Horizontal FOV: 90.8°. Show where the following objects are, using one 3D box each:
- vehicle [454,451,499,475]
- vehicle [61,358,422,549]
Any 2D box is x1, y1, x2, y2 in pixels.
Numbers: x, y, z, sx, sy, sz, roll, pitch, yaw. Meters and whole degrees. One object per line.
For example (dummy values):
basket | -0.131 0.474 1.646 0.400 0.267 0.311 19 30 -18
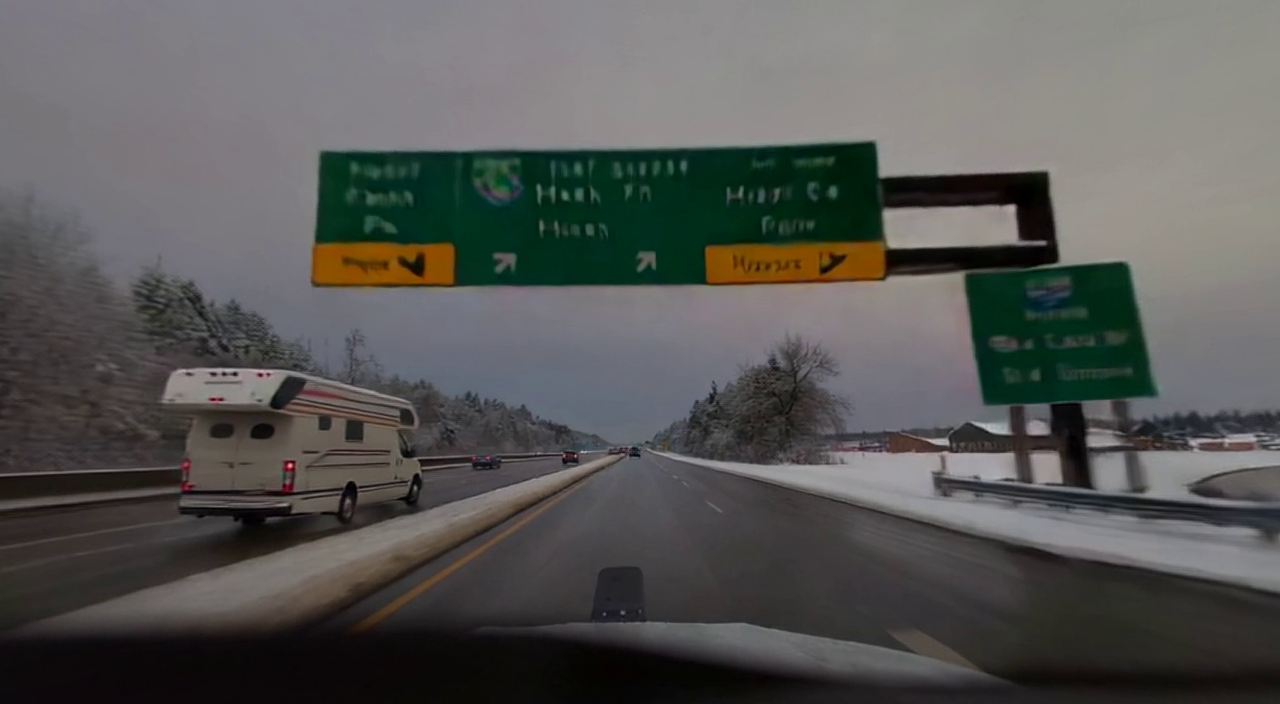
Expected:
vehicle | -11.402 7.759 44.255 1.981 1.503 4.207 0 -9 0
vehicle | -7.410 2.105 13.471 2.747 2.934 7.411 0 -9 1
